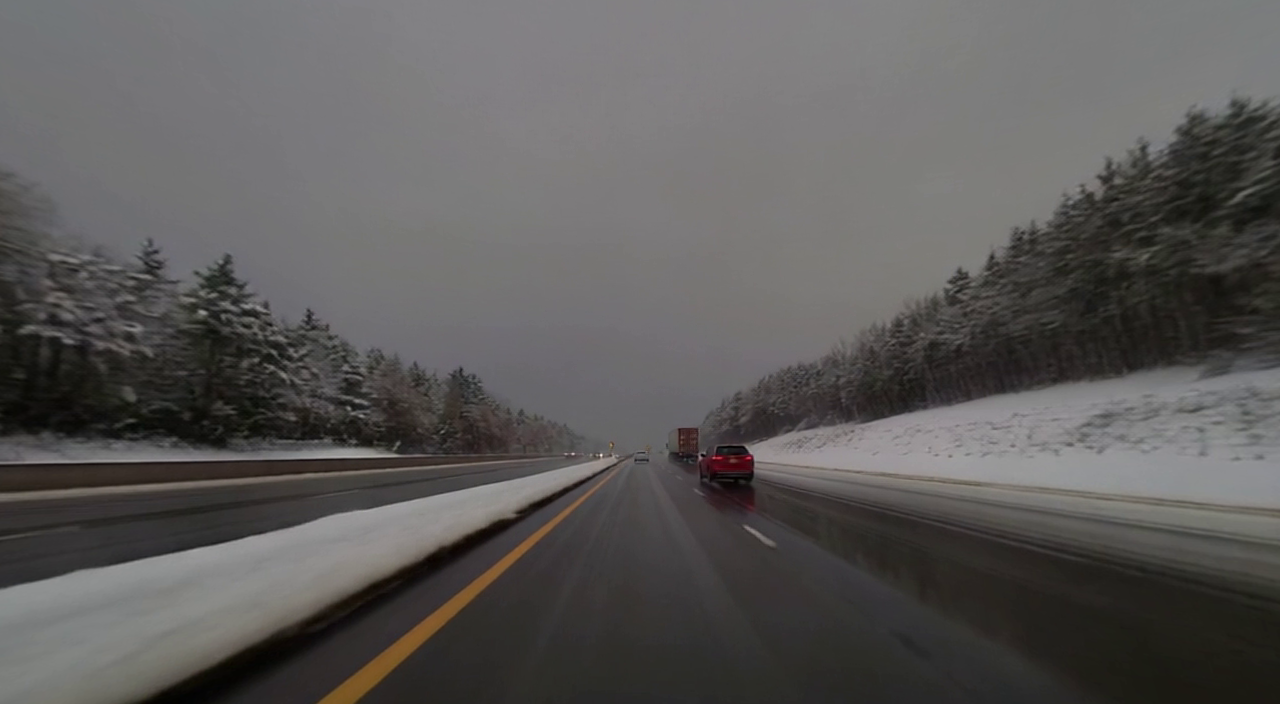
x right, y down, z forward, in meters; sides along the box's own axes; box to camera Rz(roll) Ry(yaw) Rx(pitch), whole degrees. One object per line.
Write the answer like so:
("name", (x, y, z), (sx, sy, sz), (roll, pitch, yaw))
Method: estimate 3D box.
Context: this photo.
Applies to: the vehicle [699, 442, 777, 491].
("vehicle", (3.633, 4.336, 24.204), (2.130, 1.658, 4.537), (0, -9, -2))
